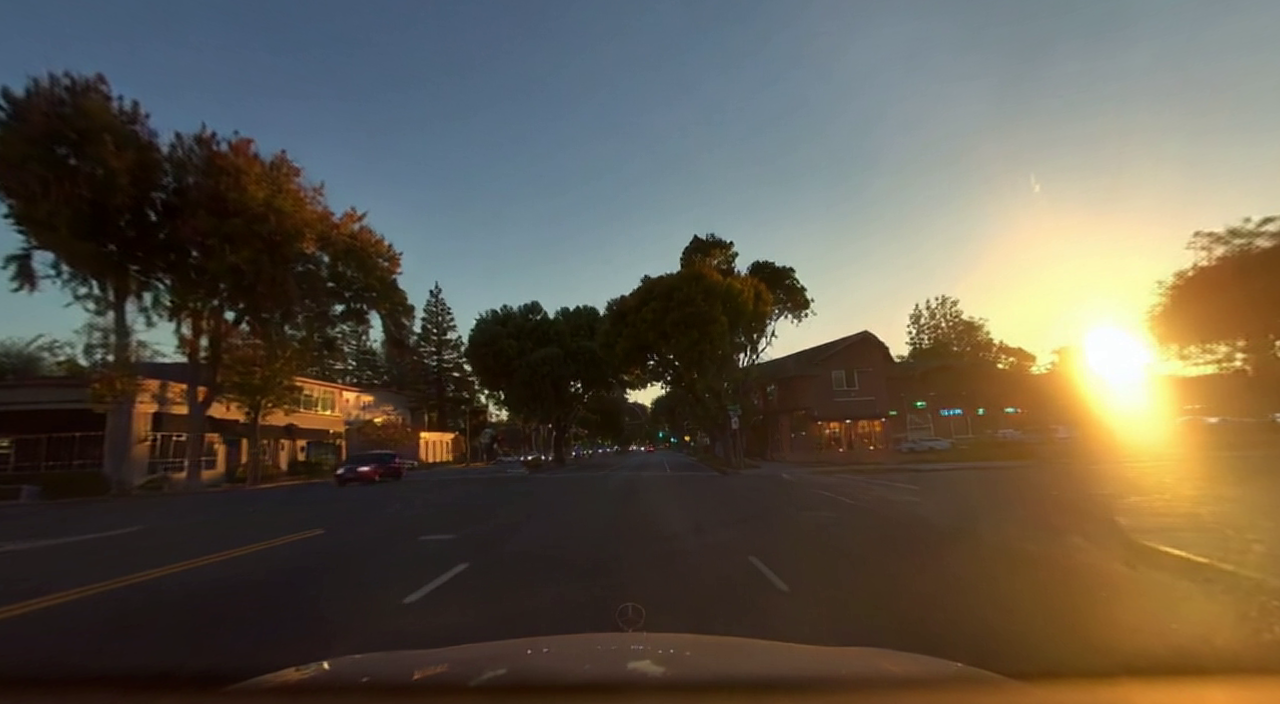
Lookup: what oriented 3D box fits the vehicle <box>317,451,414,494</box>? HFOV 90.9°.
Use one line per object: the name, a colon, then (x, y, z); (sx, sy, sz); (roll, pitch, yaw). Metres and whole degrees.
vehicle: (-11.463, 5.025, 26.710); (2.033, 1.497, 4.567); (-4, -8, 1)
